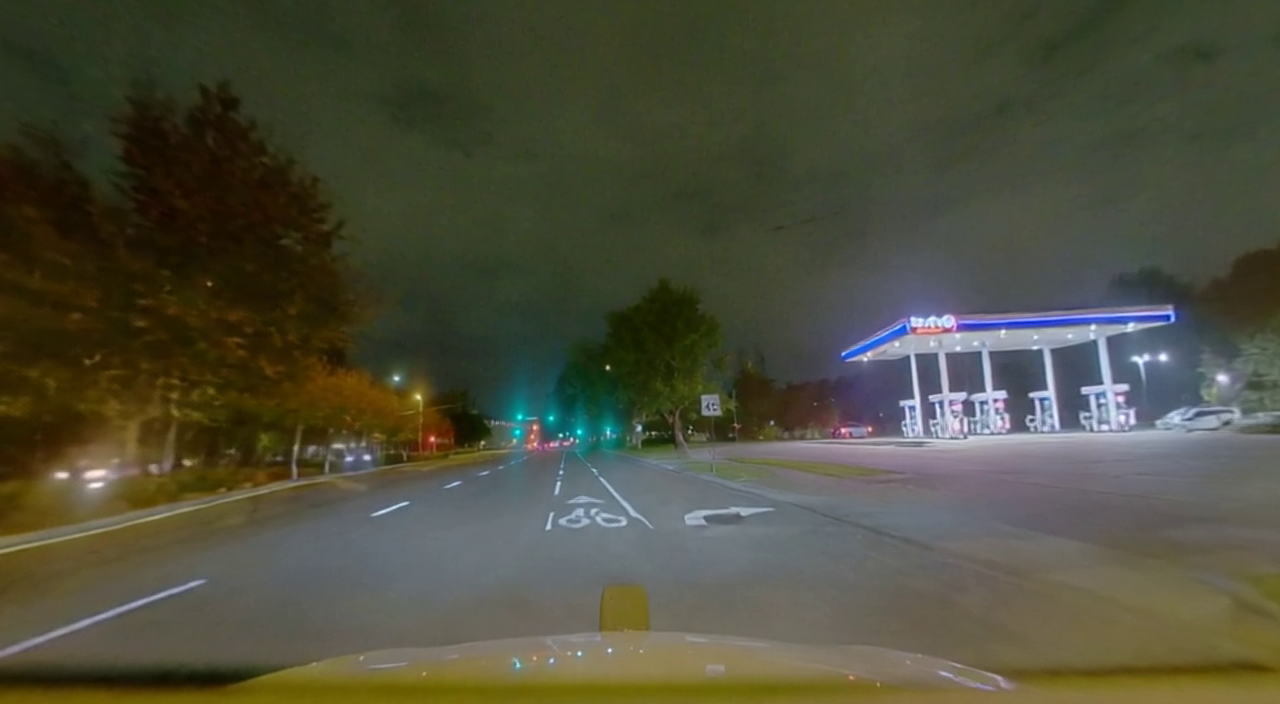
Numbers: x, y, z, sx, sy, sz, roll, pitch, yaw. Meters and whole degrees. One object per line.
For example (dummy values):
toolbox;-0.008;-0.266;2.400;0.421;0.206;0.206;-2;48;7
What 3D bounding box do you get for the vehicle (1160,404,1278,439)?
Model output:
vehicle;31.419;3.814;34.384;4.323;1.447;1.710;-9;-7;29
